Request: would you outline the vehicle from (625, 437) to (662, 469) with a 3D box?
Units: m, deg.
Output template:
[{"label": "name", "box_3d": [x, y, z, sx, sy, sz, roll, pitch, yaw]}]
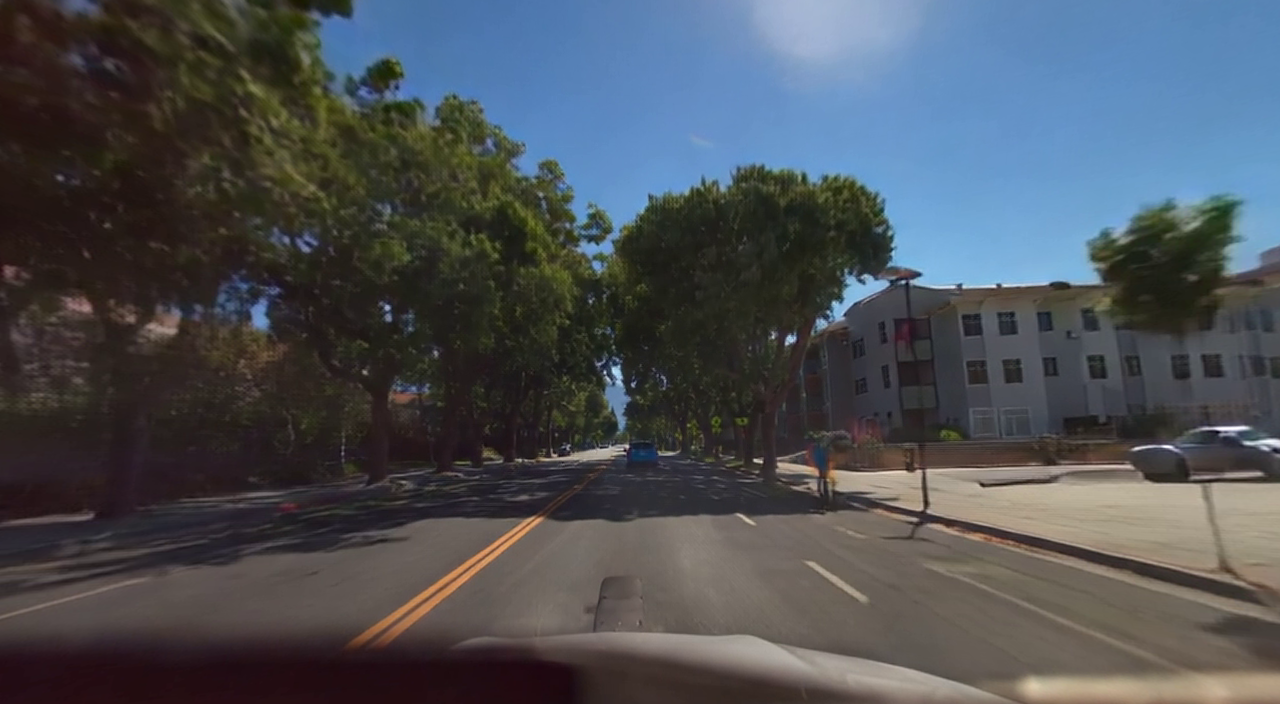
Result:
[{"label": "vehicle", "box_3d": [0.208, 5.655, 35.338, 1.981, 1.703, 3.691, 0, -9, 0]}]

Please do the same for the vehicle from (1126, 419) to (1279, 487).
[{"label": "vehicle", "box_3d": [17.215, 2.921, 18.276, 4.237, 1.819, 2.245, 0, -9, 0]}]
